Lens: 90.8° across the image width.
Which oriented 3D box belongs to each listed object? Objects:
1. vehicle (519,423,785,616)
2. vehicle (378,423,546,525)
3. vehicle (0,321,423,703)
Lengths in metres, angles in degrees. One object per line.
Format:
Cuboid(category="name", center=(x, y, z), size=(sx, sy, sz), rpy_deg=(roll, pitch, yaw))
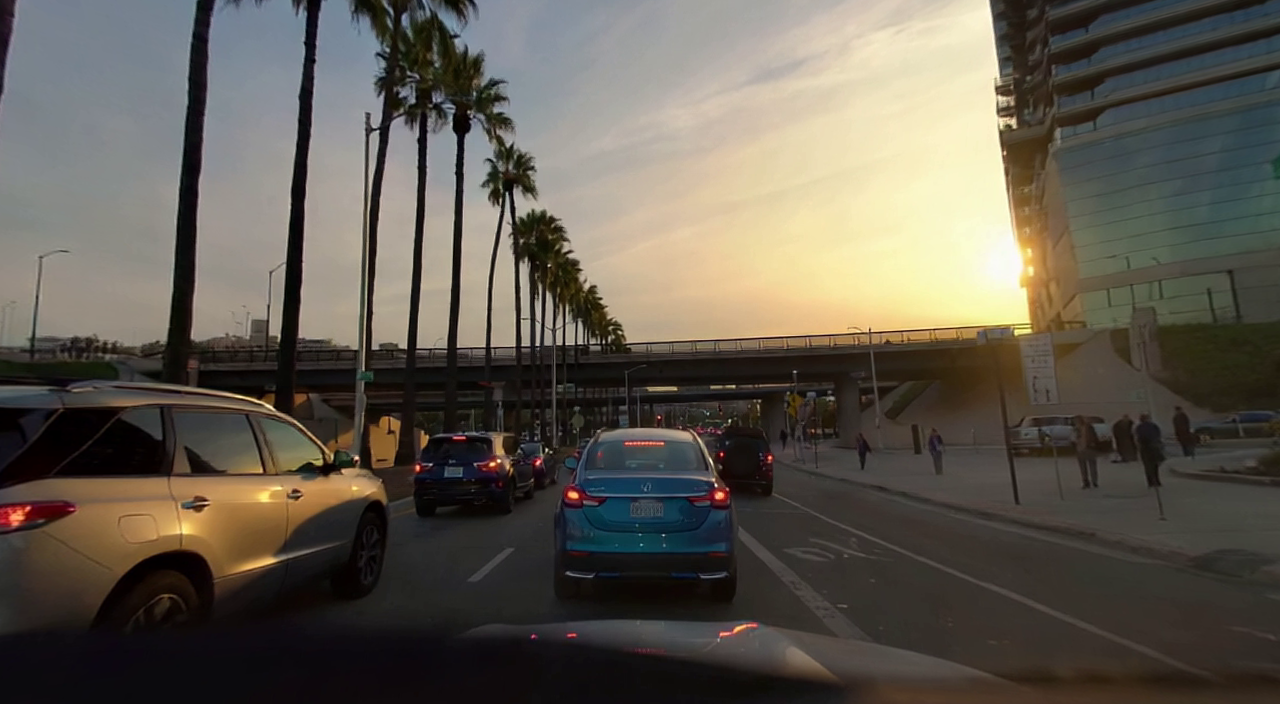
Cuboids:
Cuboid(category="vehicle", center=(0.082, 1.597, 6.974), size=(2.036, 1.461, 4.129), rpy_deg=(0, -8, 0))
Cuboid(category="vehicle", center=(-3.198, 2.286, 12.323), size=(1.955, 1.637, 4.032), rpy_deg=(0, -8, 2))
Cuboid(category="vehicle", center=(-3.259, 1.059, 4.186), size=(2.014, 1.740, 4.359), rpy_deg=(0, -8, 1))
